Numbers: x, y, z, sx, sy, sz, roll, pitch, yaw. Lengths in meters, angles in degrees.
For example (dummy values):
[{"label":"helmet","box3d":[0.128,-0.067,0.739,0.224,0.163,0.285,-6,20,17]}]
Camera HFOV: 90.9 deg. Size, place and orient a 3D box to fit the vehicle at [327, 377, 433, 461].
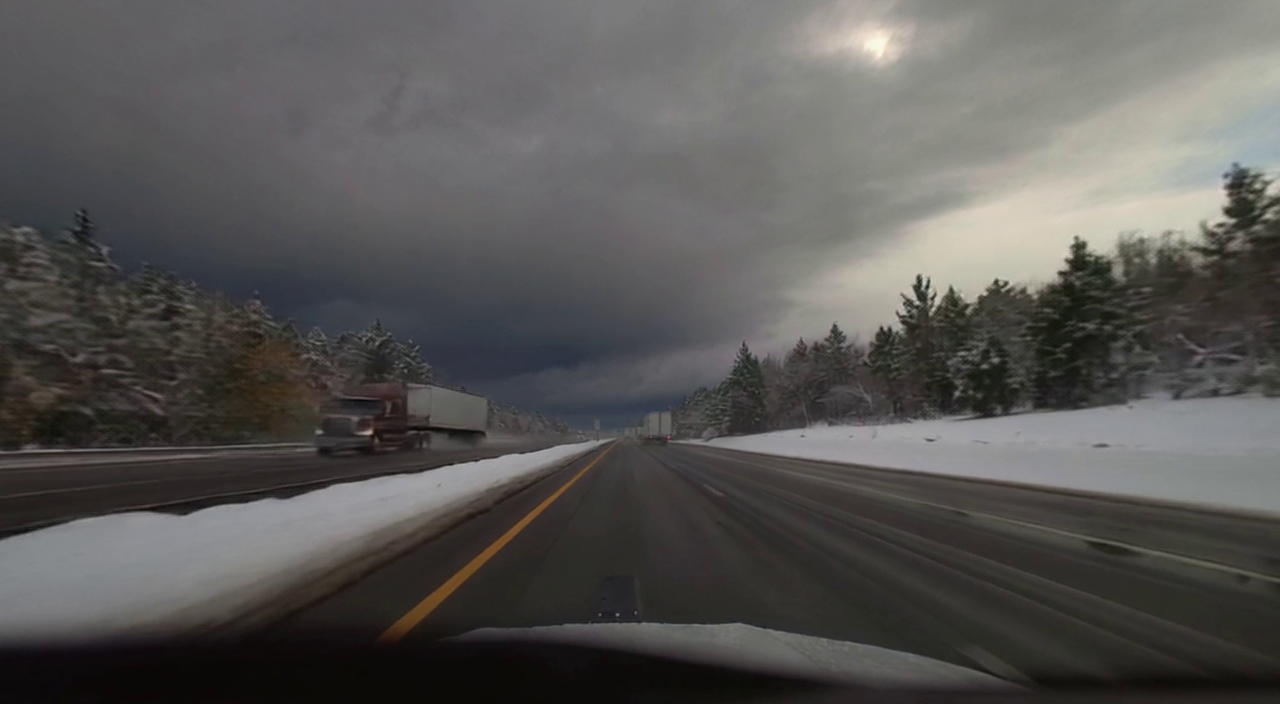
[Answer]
[{"label":"vehicle","box3d":[-13.222,3.552,32.676,2.992,3.967,5.823,0,-8,-1]}]
